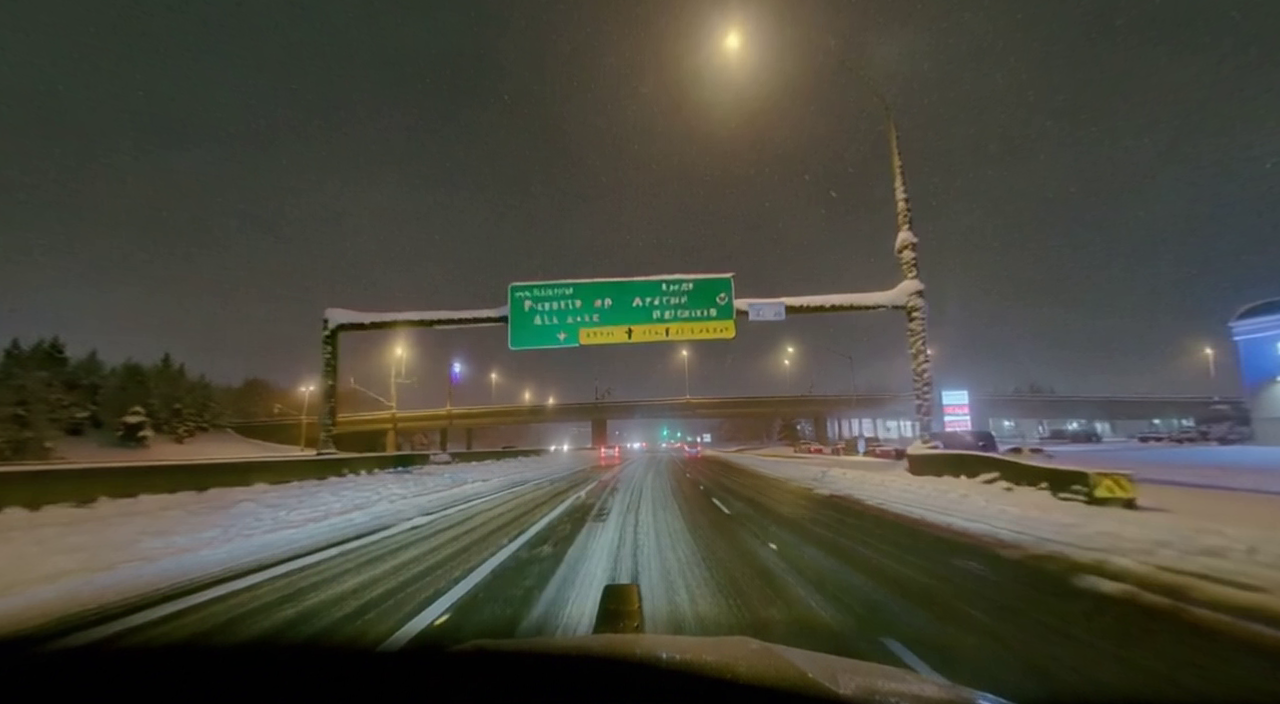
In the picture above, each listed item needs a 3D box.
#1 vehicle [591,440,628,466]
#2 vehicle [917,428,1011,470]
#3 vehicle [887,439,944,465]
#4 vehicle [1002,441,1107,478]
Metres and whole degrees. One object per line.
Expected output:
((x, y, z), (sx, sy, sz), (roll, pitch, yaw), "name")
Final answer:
((-1.863, 6.409, 40.288), (1.982, 1.516, 4.327), (0, -8, 2), "vehicle")
((18.377, 5.552, 36.267), (2.367, 2.187, 5.862), (0, -8, 1), "vehicle")
((18.803, 6.831, 43.351), (1.889, 1.648, 5.173), (-1, -8, 4), "vehicle")
((18.088, 4.695, 27.845), (1.796, 1.470, 4.352), (0, -8, 2), "vehicle")
